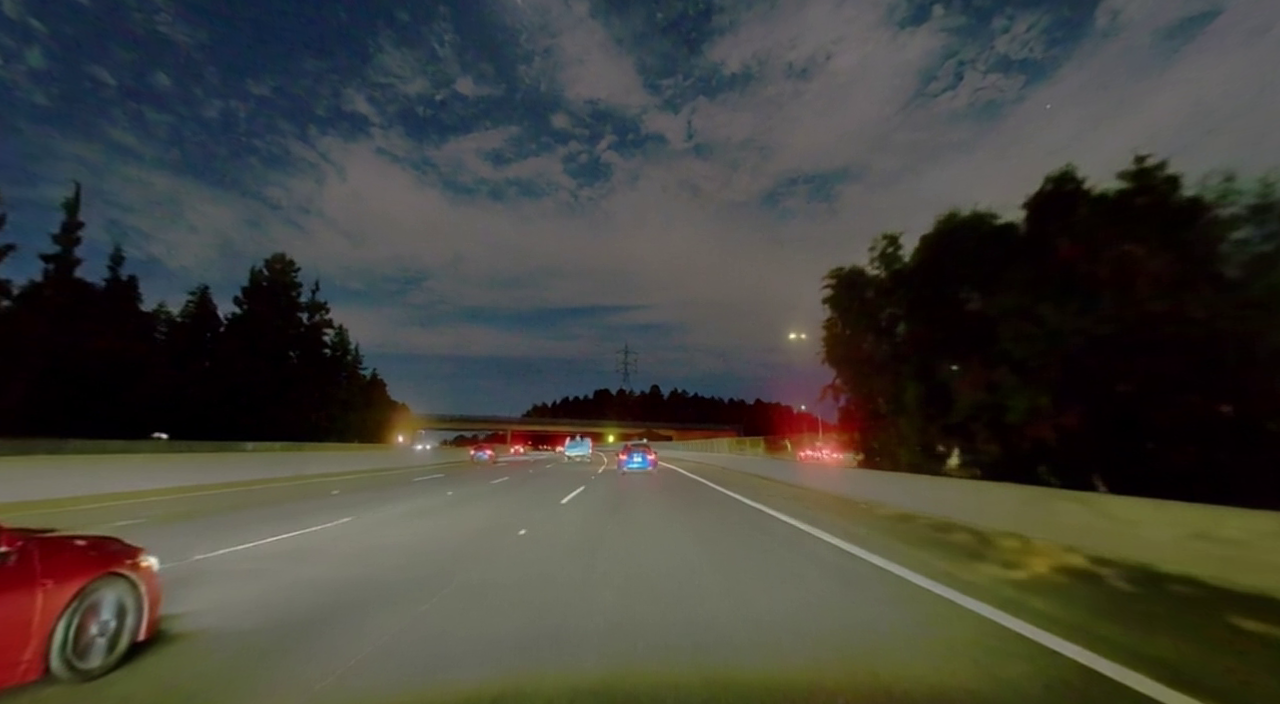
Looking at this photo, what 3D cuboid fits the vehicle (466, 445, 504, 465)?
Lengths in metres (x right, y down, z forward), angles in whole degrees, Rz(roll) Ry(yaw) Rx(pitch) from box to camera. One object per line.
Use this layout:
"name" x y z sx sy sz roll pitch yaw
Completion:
"vehicle" -11.780 7.861 47.964 1.844 1.446 4.395 0 -9 -2

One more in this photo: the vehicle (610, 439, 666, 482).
"vehicle" -0.121 4.071 23.817 1.954 1.460 3.983 0 -9 -1

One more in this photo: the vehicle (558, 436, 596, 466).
"vehicle" -3.965 6.313 40.175 2.174 1.806 3.932 1 -9 -3

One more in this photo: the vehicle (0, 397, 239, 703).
"vehicle" -3.746 0.832 1.862 2.035 1.514 4.600 0 -9 0
